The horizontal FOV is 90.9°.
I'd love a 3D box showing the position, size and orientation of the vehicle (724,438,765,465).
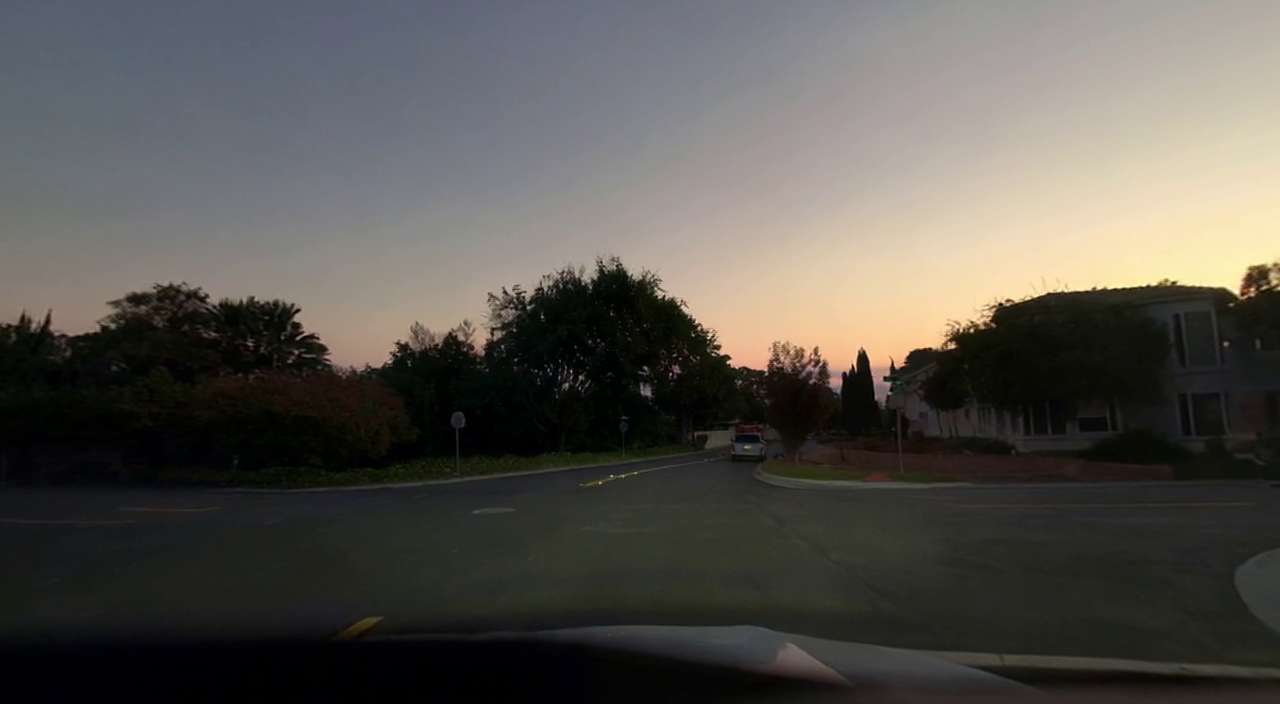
[{"bbox_3d":[8.163,7.651,48.774,2.258,1.947,4.762,-3,-9,20],"label":"vehicle"}]
